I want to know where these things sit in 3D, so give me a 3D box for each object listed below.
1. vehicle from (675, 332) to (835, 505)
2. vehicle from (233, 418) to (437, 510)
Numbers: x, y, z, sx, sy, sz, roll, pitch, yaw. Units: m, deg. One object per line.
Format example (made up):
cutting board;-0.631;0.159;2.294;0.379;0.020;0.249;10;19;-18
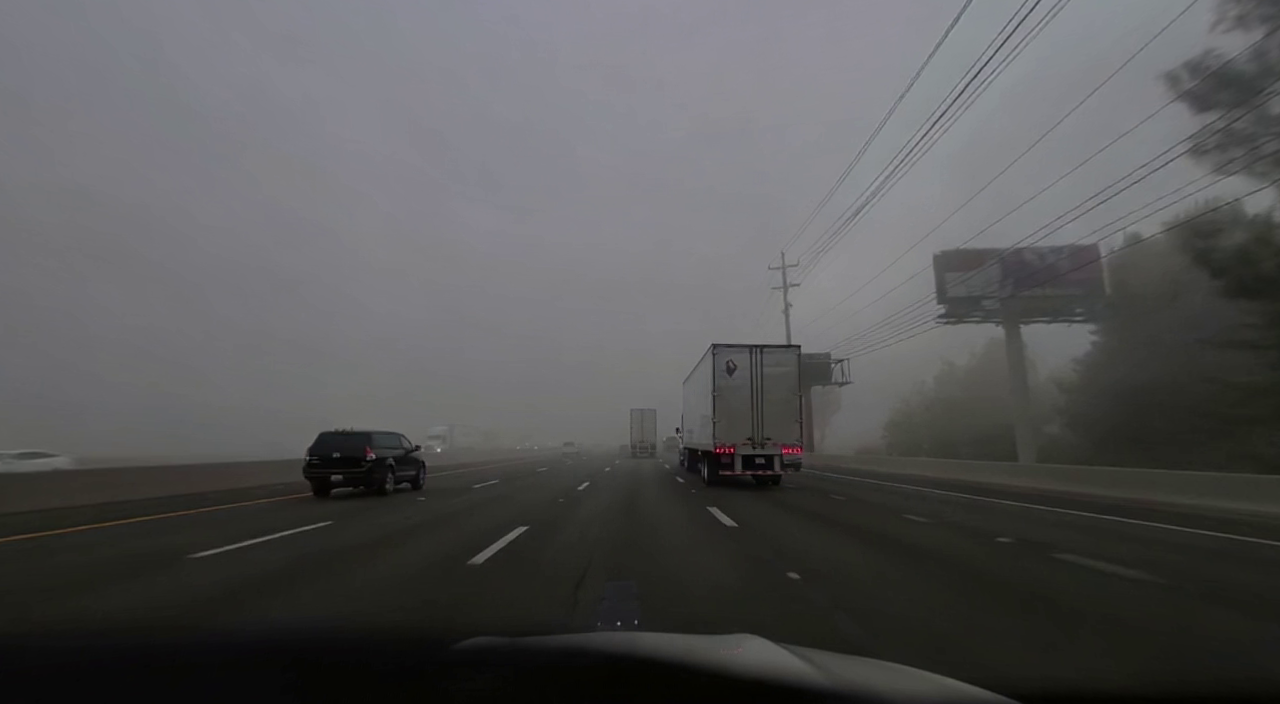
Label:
vehicle;3.200;2.808;23.545;2.892;4.152;16.575;0;-9;0
vehicle;-7.344;2.795;16.227;2.425;1.917;5.647;0;-9;0
